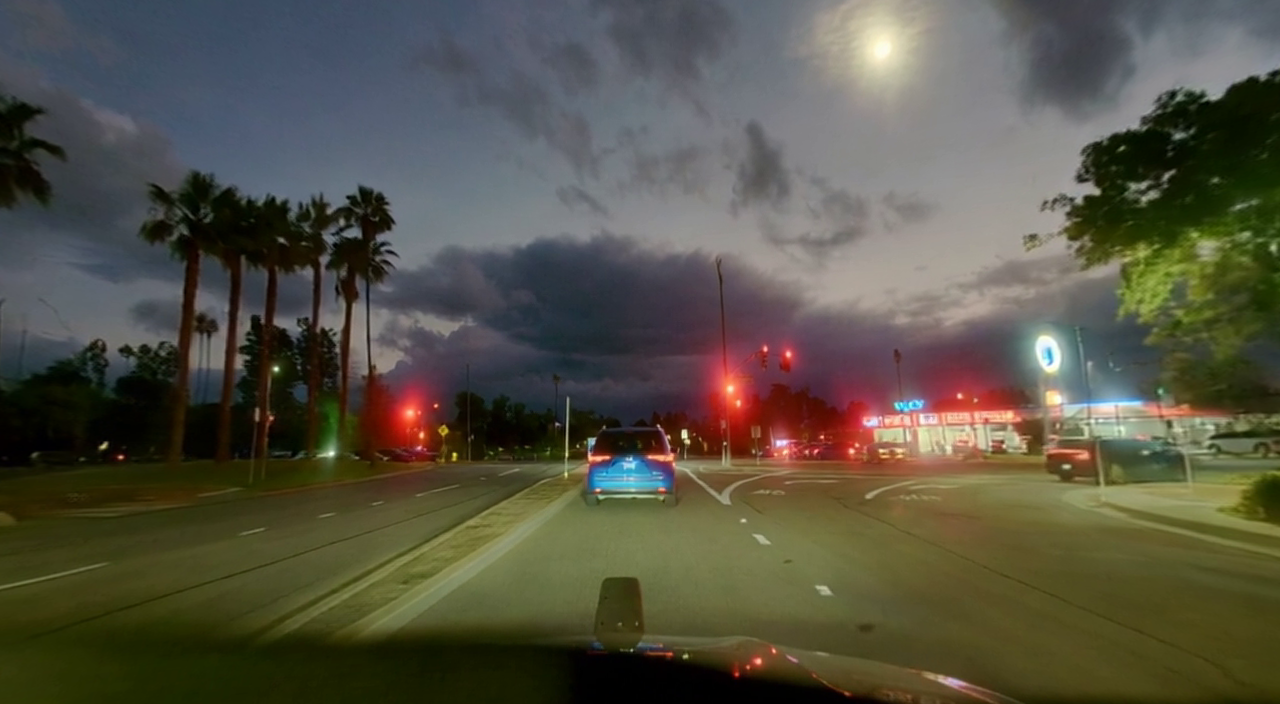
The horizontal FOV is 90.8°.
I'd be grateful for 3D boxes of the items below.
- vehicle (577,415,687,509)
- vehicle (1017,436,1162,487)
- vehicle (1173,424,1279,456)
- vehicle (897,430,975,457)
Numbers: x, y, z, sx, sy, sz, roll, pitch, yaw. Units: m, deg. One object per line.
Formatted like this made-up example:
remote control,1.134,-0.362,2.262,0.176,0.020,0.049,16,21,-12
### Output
vehicle,-0.095,2.629,15.516,2.263,1.932,4.709,0,-8,2
vehicle,15.343,3.672,21.572,4.542,1.560,2.086,4,-9,-28
vehicle,32.479,4.890,34.975,4.167,1.655,1.841,-5,-10,32
vehicle,21.719,6.753,46.455,4.852,1.847,1.983,-6,-10,33
